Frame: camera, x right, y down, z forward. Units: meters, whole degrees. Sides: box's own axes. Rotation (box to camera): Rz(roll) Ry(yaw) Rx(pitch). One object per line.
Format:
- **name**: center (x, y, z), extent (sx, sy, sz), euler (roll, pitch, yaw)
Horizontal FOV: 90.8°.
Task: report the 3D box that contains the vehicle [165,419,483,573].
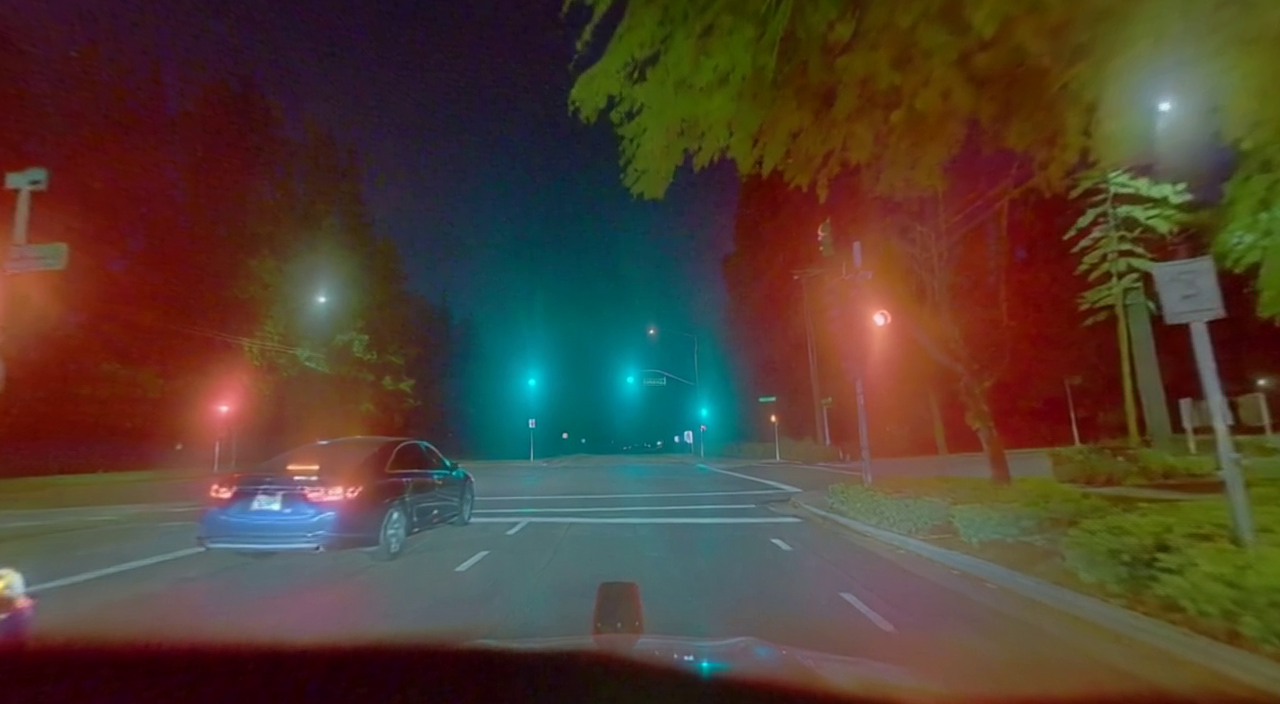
- **vehicle**: center (-3.700, 1.770, 8.572), extent (1.980, 1.508, 4.502), euler (0, -9, 0)
